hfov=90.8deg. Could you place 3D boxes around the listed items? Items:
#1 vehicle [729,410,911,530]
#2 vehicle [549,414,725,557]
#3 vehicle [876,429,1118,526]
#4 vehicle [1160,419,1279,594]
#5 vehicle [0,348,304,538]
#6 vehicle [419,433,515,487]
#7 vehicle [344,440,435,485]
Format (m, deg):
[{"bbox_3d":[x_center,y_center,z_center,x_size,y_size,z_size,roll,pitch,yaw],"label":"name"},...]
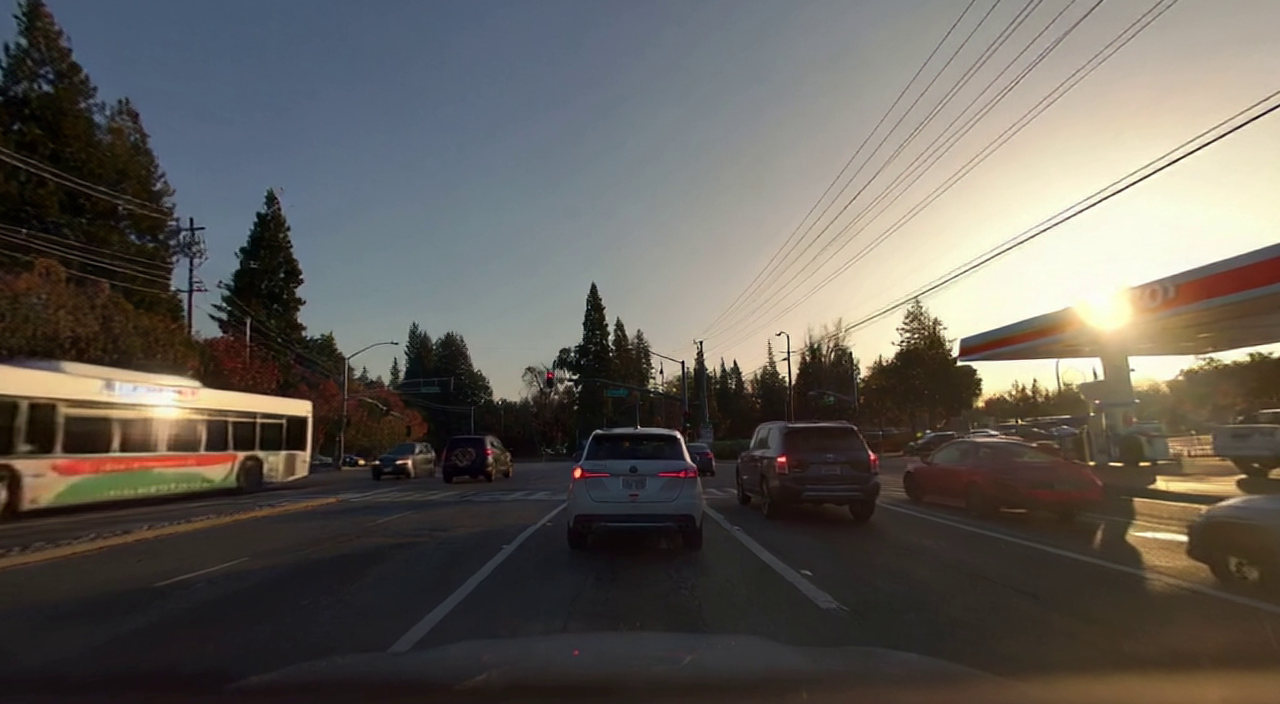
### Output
[{"bbox_3d":[3.040,2.110,11.783,2.049,1.813,4.245,0,-9,-1],"label":"vehicle"},{"bbox_3d":[-0.099,1.889,9.614,2.087,1.677,4.053,0,-9,-2],"label":"vehicle"},{"bbox_3d":[6.403,2.289,12.123,1.829,1.494,4.552,0,-9,-2],"label":"vehicle"},{"bbox_3d":[6.411,1.179,4.461,1.857,1.475,4.182,0,-9,0],"label":"vehicle"},{"bbox_3d":[-13.506,2.360,16.204,3.031,3.513,12.586,0,-9,-1],"label":"vehicle"},{"bbox_3d":[-6.338,4.018,23.835,2.190,1.795,4.993,0,-9,0],"label":"vehicle"},{"bbox_3d":[-10.396,4.609,26.623,2.075,1.719,4.396,0,-9,0],"label":"vehicle"}]
